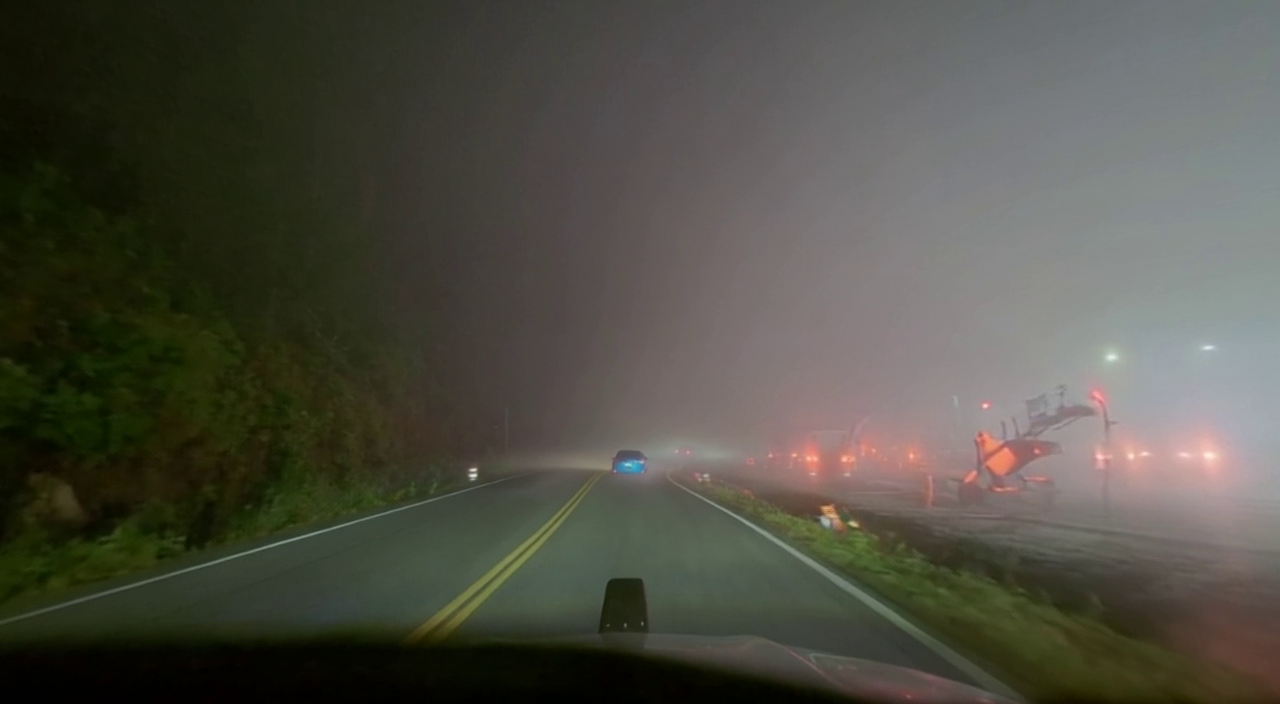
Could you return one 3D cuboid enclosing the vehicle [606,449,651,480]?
[{"bbox_3d":[-0.531,6.008,33.974,2.259,1.503,4.075,0,-9,1],"label":"vehicle"}]
